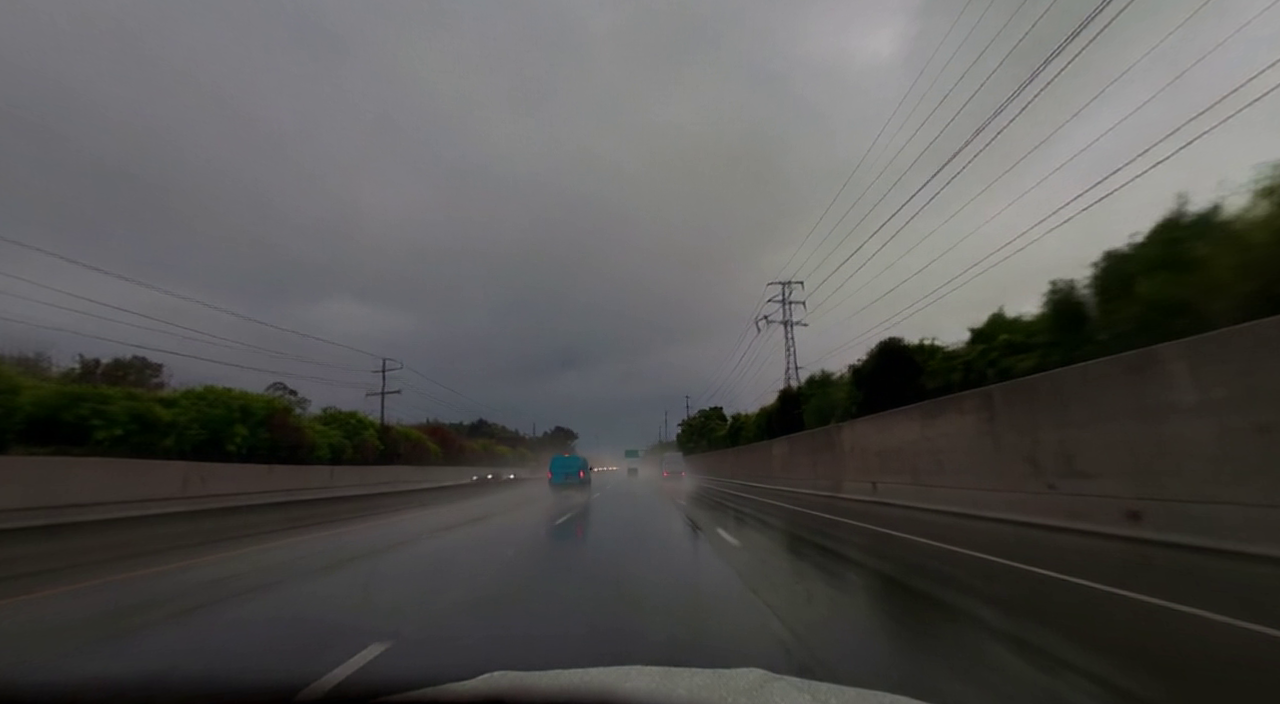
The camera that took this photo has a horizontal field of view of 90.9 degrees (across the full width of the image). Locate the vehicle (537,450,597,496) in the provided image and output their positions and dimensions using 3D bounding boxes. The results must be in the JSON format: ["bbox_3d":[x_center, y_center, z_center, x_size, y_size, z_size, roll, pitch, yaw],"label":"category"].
[{"bbox_3d":[-3.422,5.848,30.502,2.324,2.008,4.654,1,-11,0],"label":"vehicle"}]
